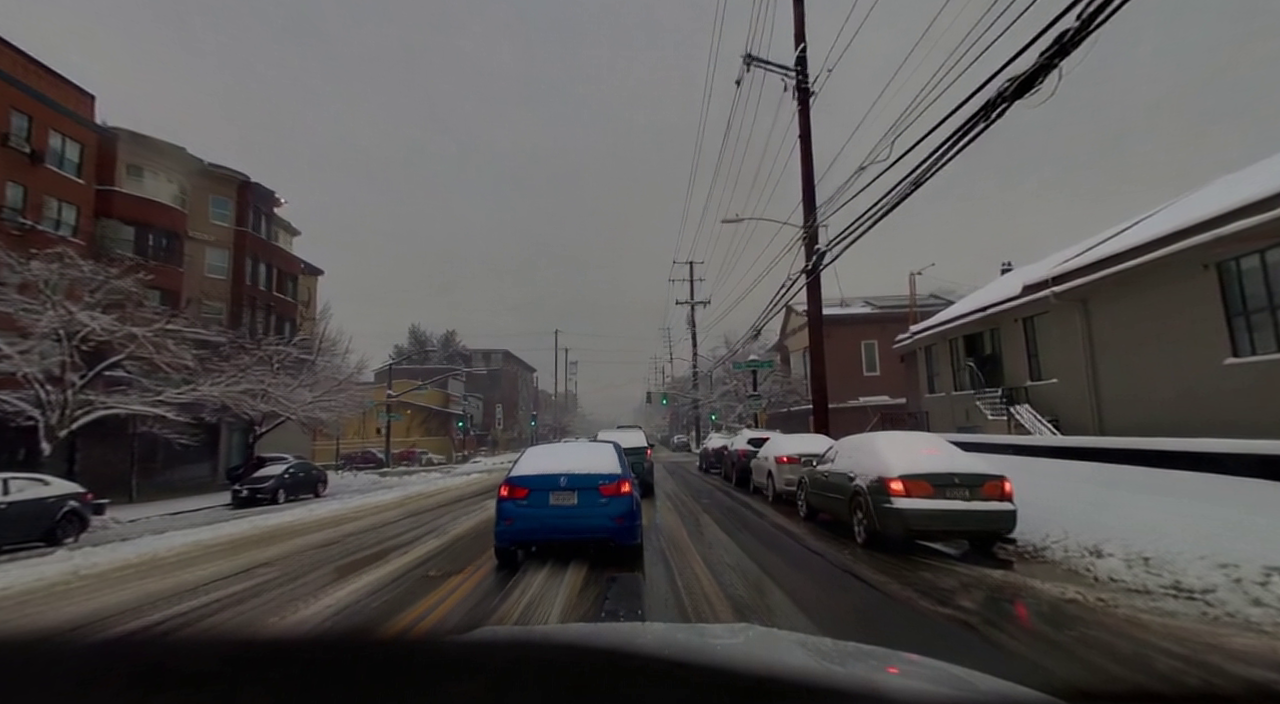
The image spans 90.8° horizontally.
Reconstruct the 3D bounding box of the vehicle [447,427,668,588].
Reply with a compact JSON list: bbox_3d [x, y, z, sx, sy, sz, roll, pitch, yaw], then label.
[{"bbox_3d":[-0.761,1.770,8.141,2.019,1.453,4.603,0,-9,0],"label":"vehicle"}]

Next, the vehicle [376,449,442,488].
[{"bbox_3d":[-11.893,5.964,32.745,2.011,1.687,4.079,-5,-8,-3],"label":"vehicle"}]

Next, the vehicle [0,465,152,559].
[{"bbox_3d":[-11.891,2.999,11.816,1.850,1.487,4.711,-3,-8,-1],"label":"vehicle"}]

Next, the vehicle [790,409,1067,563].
[{"bbox_3d":[3.796,1.846,9.410,1.967,1.721,4.410,0,-9,-1],"label":"vehicle"}]

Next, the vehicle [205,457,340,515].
[{"bbox_3d":[-11.886,4.312,20.840,1.868,1.491,4.367,-4,-9,1],"label":"vehicle"}]
